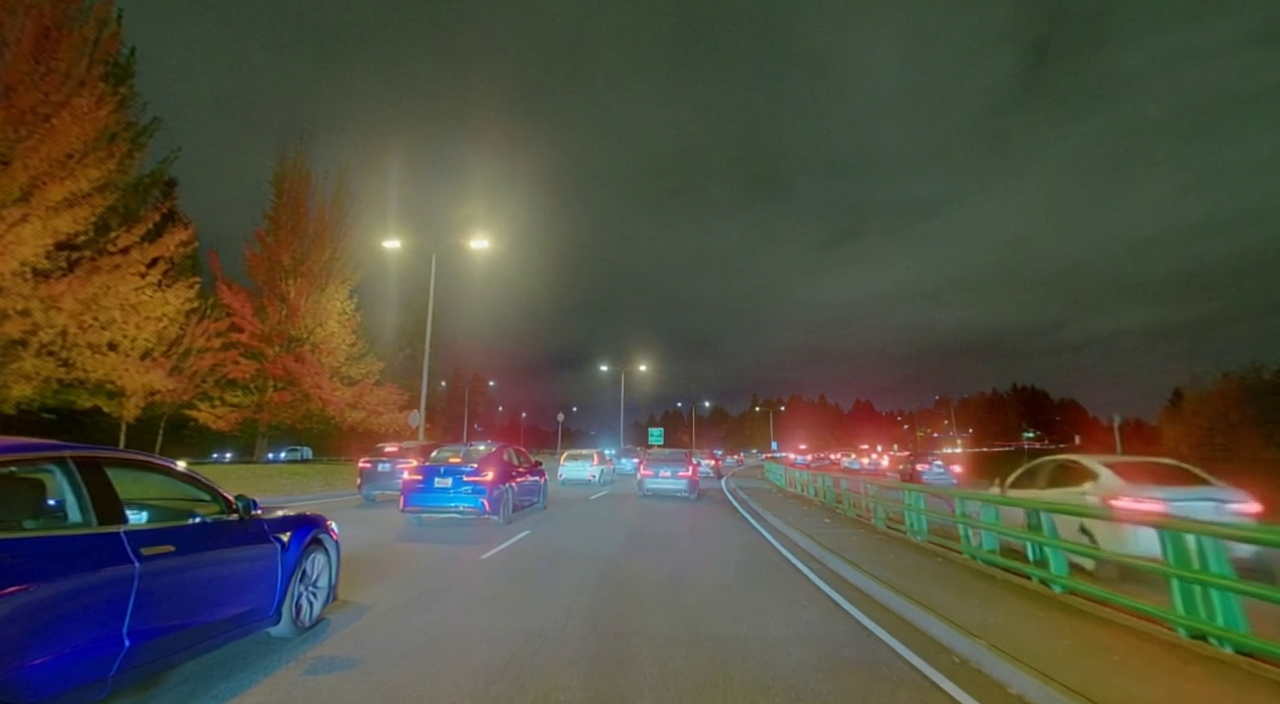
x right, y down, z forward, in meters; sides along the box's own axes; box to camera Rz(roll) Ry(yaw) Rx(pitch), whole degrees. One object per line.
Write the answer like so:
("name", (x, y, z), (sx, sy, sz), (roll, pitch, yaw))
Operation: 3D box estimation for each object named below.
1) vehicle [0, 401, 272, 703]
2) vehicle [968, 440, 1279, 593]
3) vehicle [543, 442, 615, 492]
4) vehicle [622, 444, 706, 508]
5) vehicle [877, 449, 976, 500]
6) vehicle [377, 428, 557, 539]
("vehicle", (-3.488, 0.878, 2.038), (1.921, 1.503, 4.317), (0, -9, 1))
("vehicle", (6.681, 2.118, 8.991), (1.768, 1.634, 4.064), (1, -9, 0))
("vehicle", (-2.154, 4.214, 23.491), (1.930, 1.635, 4.260), (0, -9, 5))
("vehicle", (0.692, 3.299, 17.275), (2.015, 1.506, 4.276), (0, -9, 3))
("vehicle", (11.394, 4.856, 25.478), (2.121, 1.777, 4.755), (0, -9, 5))
("vehicle", (-2.941, 2.351, 11.919), (1.979, 1.663, 4.513), (0, -9, 2))
